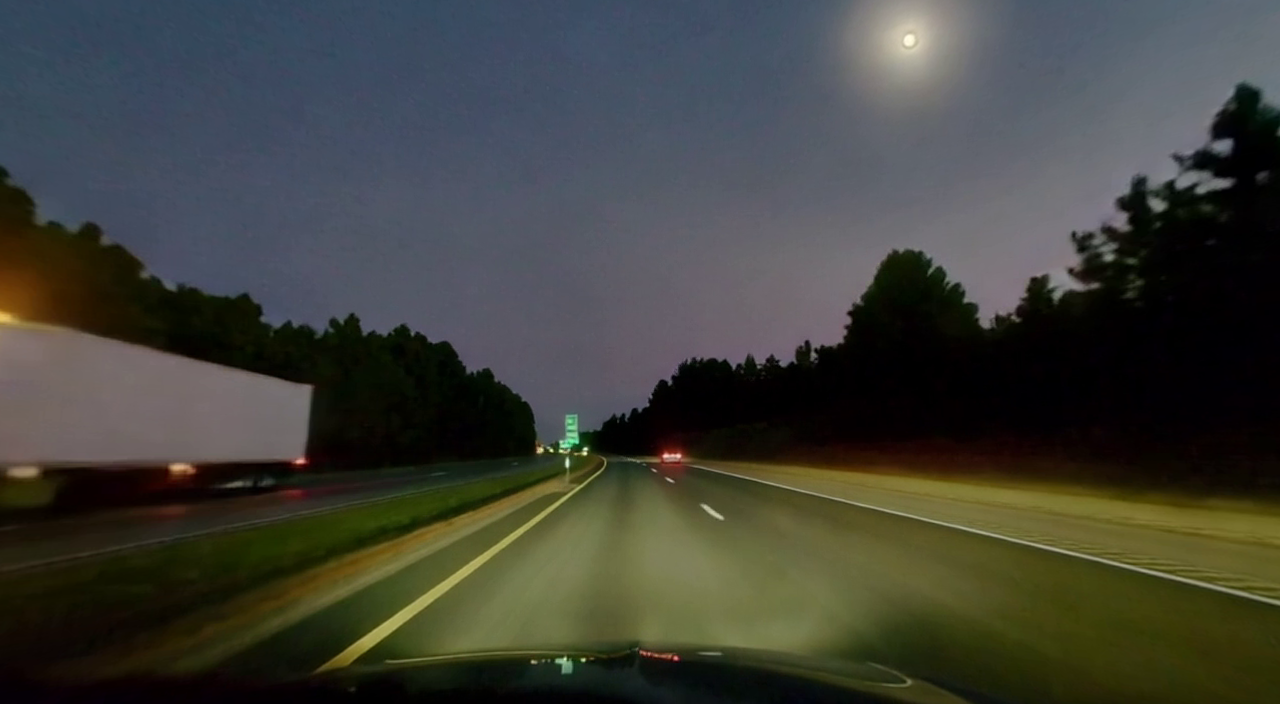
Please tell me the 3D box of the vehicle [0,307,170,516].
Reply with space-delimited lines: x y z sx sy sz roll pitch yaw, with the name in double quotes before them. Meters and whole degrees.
"vehicle" -13.300 1.073 11.487 2.763 3.848 8.560 0 -9 0
